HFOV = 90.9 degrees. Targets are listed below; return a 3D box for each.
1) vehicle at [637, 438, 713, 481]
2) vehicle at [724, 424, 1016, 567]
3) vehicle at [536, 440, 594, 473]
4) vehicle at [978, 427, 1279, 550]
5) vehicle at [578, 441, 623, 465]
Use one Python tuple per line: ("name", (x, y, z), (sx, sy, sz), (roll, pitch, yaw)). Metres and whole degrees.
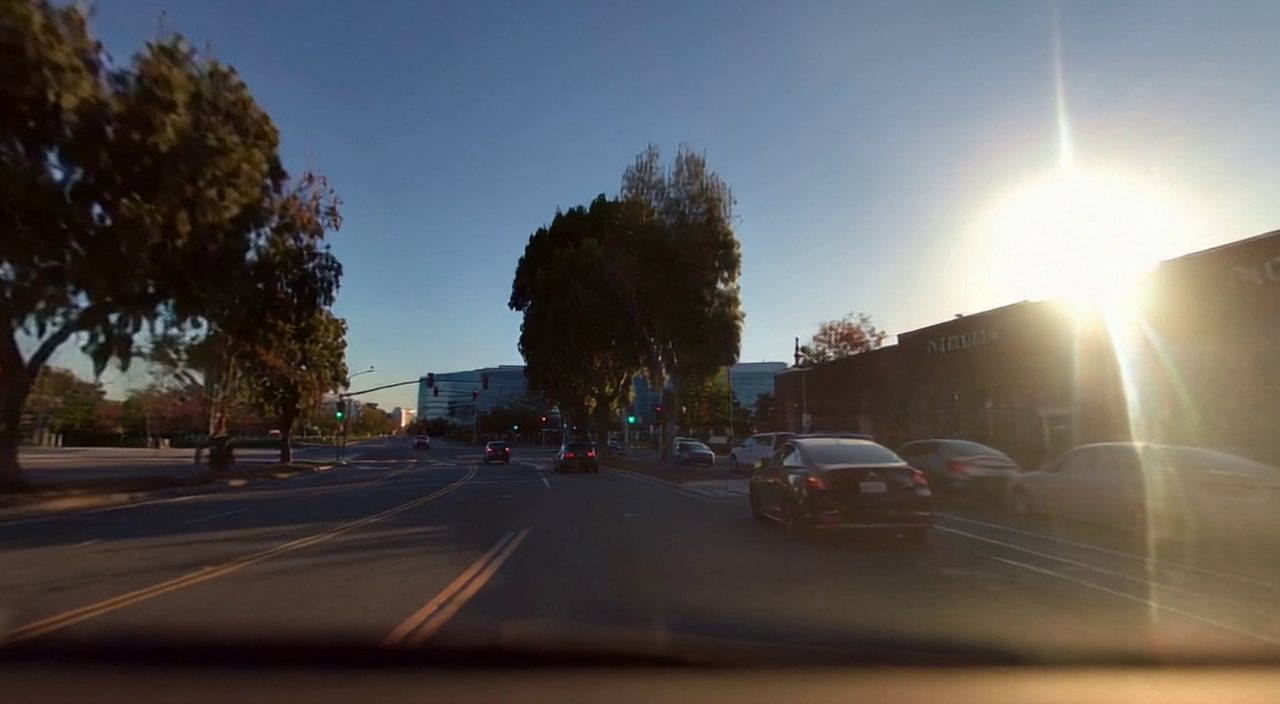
("vehicle", (1.218, 4.102, 24.322), (1.984, 1.476, 4.488), (1, -8, -9))
("vehicle", (2.725, 1.834, 8.894), (2.280, 1.472, 4.426), (0, -8, -3))
("vehicle", (-3.872, 5.195, 31.640), (2.308, 1.535, 4.811), (2, -9, -13))
("vehicle", (7.546, 1.967, 9.846), (1.820, 1.450, 4.408), (1, -8, -4))
("vehicle", (-2.595, 6.464, 40.464), (1.957, 1.463, 4.701), (2, -9, -16))
